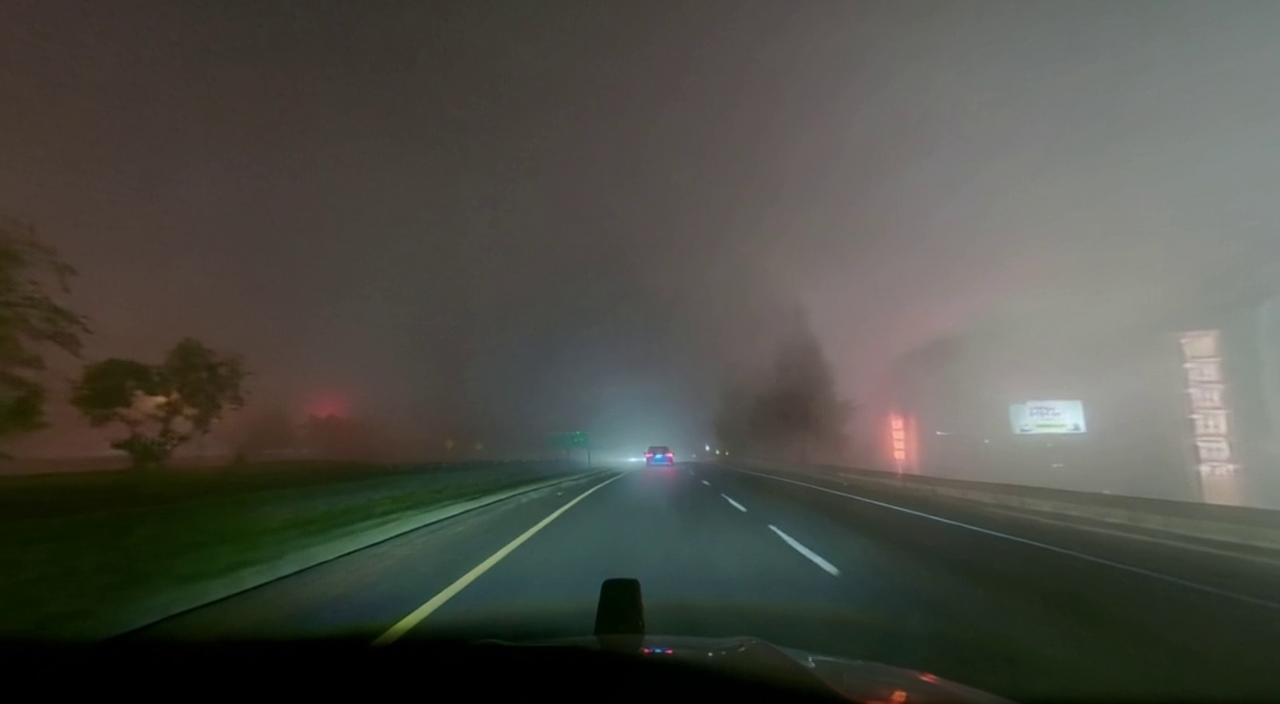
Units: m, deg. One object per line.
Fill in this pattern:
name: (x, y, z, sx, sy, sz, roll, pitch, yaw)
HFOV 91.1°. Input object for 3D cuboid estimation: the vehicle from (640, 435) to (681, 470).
vehicle: (1.353, 6.623, 41.438, 2.546, 2.126, 5.153, 0, -8, 2)
